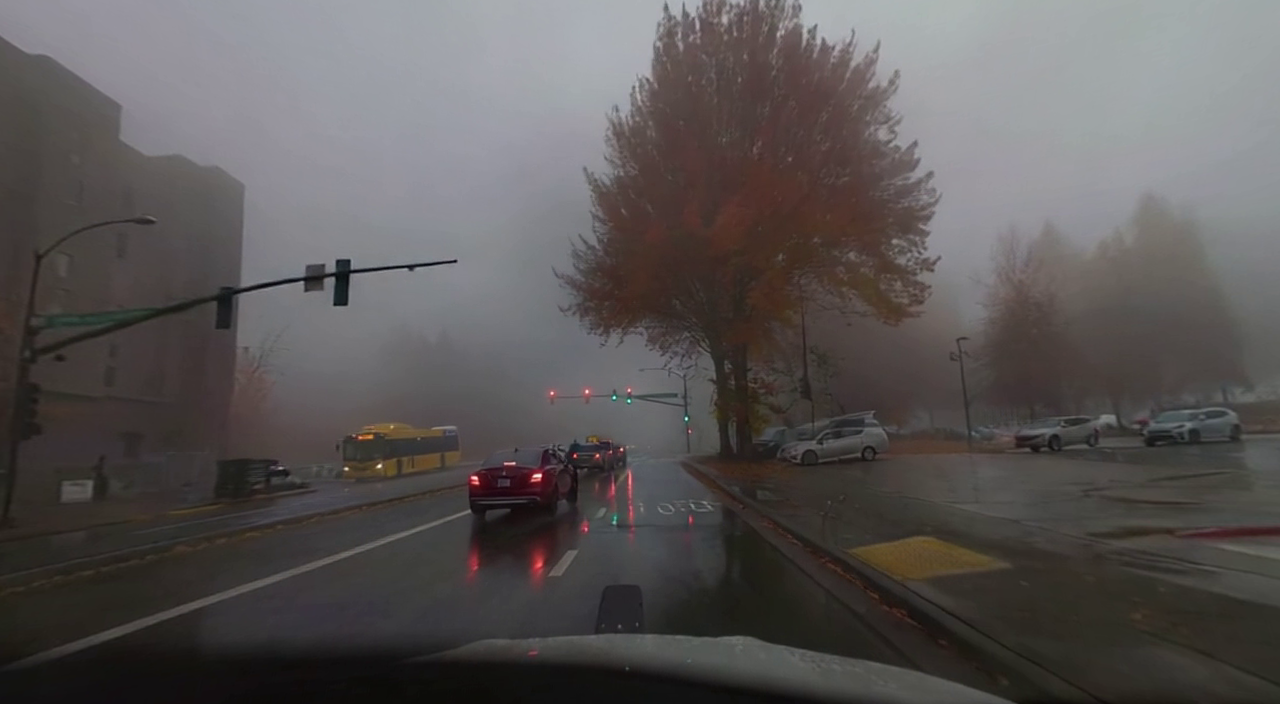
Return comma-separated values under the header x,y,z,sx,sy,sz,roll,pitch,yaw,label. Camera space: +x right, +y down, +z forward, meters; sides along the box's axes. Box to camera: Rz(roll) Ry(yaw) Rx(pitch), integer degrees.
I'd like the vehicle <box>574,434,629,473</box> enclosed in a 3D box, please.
x,y,z,sx,sy,sz,roll,pitch,yaw,label
-1.768,4.867,30.150,2.365,1.751,3.904,0,-9,1,vehicle

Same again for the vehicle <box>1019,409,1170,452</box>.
x,y,z,sx,sy,sz,roll,pitch,yaw,label
17.100,3.004,23.758,4.064,1.507,2.078,0,-9,1,vehicle

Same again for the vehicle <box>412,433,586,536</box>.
x,y,z,sx,sy,sz,roll,pitch,yaw,label
-2.281,2.298,11.452,2.092,1.507,4.078,0,-9,2,vehicle

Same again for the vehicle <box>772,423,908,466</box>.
x,y,z,sx,sy,sz,roll,pitch,yaw,label
8.161,3.823,25.962,4.894,1.451,2.089,-3,-7,2,vehicle

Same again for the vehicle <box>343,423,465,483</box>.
x,y,z,sx,sy,sz,roll,pitch,yaw,label
-14.432,6.377,39.854,3.189,3.205,11.526,0,-9,1,vehicle

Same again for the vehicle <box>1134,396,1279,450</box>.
x,y,z,sx,sy,sz,roll,pitch,yaw,label
21.541,2.680,23.590,4.172,1.687,1.773,-4,-8,1,vehicle
